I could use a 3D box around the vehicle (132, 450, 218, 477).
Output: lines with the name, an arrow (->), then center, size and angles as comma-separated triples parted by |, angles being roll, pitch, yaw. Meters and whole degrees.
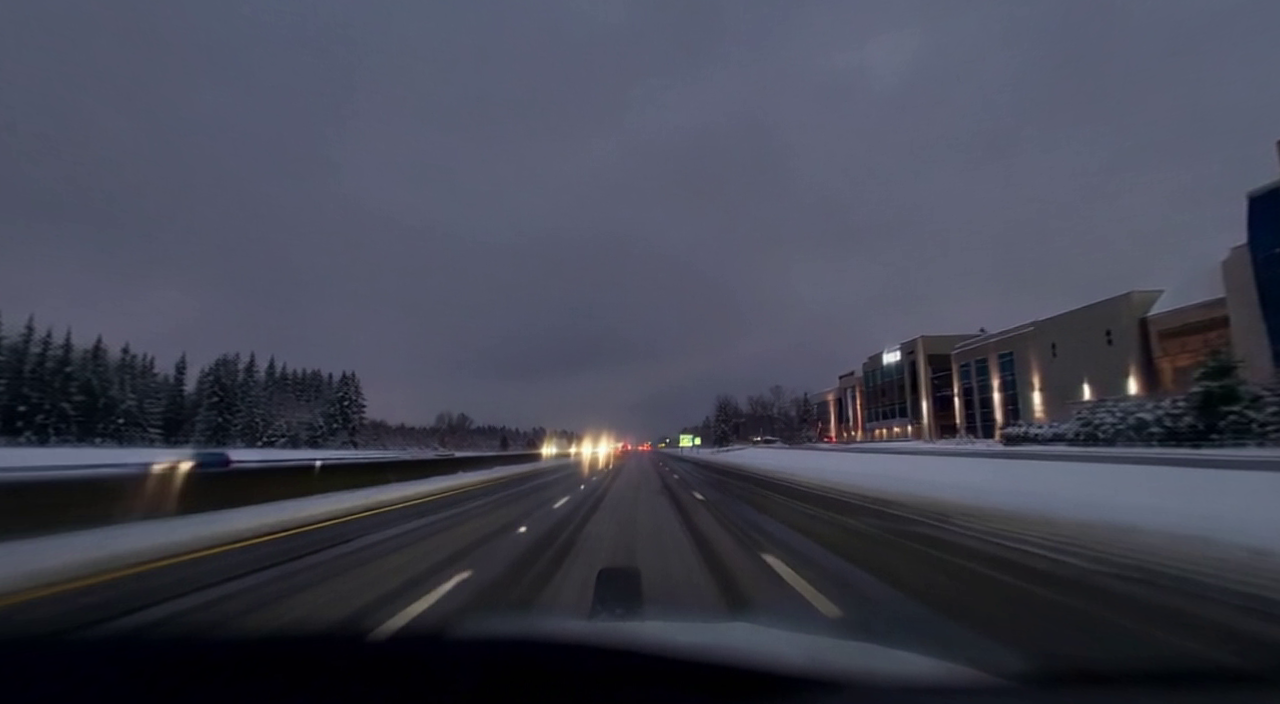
vehicle -> -28.797, 6.897, 39.161 | 1.859, 1.499, 4.471 | 0, -9, 1
